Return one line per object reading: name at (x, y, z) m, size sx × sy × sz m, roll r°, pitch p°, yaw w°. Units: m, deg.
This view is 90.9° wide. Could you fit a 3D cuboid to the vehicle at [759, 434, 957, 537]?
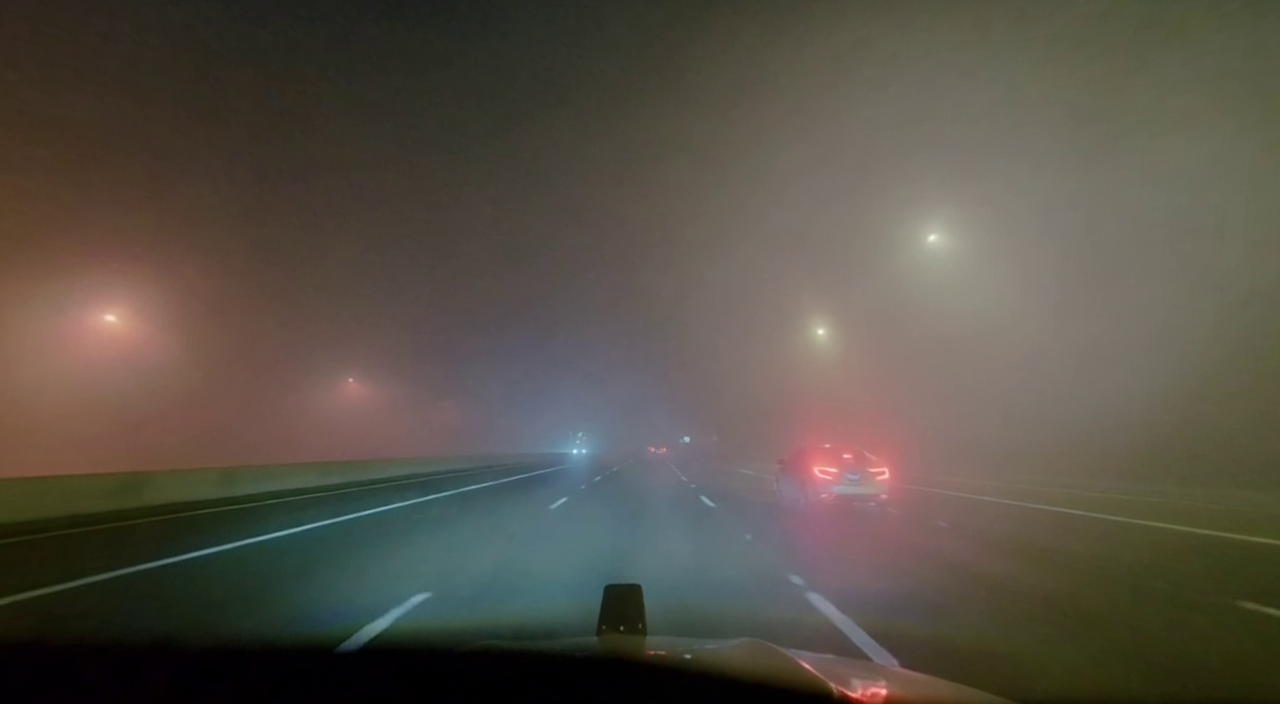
vehicle at (3.670, 2.330, 11.716) m, size 1.999 × 1.492 × 4.673 m, roll 0°, pitch -9°, yaw 0°
